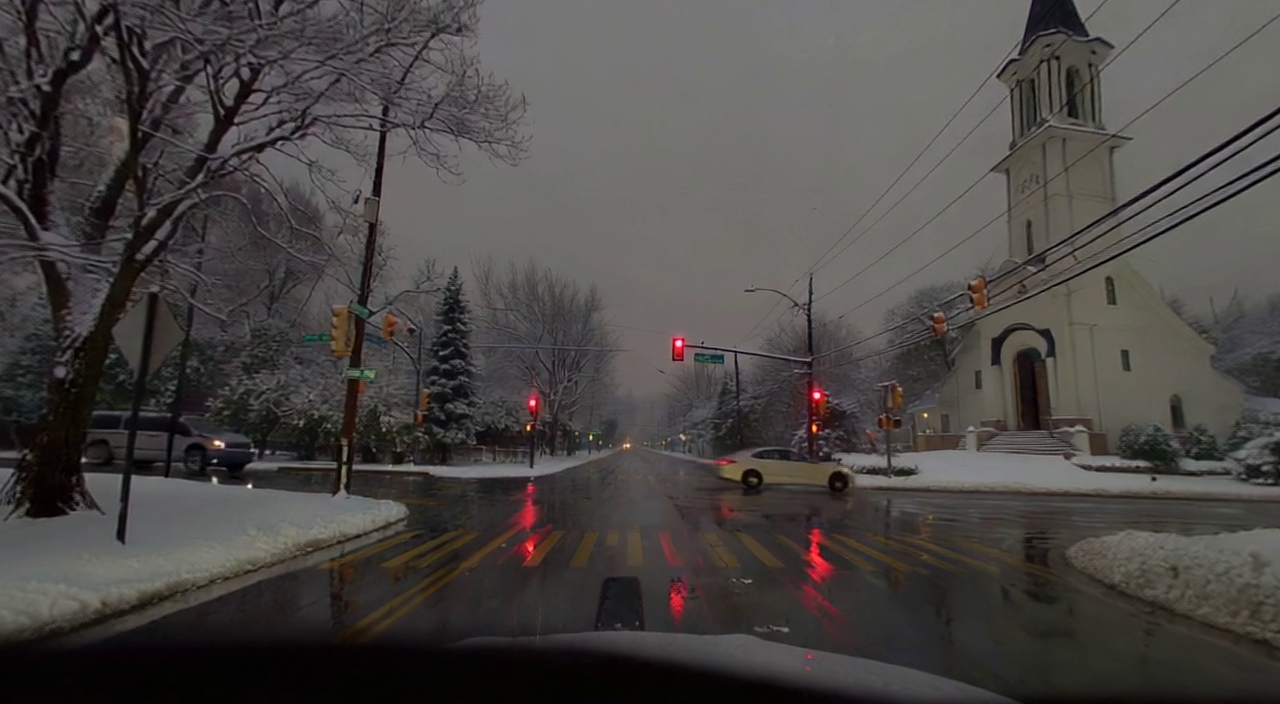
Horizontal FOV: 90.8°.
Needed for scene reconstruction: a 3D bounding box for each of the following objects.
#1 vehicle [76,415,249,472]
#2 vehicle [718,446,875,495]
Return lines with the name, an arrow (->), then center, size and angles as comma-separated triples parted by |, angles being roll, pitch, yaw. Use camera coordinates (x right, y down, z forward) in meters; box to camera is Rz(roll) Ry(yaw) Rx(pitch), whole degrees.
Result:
vehicle -> -16.723, 3.230, 22.338 | 4.372, 1.892, 2.002 | 0, -9, -1
vehicle -> 5.045, 3.896, 20.992 | 4.718, 1.497, 2.032 | 0, -9, 3
